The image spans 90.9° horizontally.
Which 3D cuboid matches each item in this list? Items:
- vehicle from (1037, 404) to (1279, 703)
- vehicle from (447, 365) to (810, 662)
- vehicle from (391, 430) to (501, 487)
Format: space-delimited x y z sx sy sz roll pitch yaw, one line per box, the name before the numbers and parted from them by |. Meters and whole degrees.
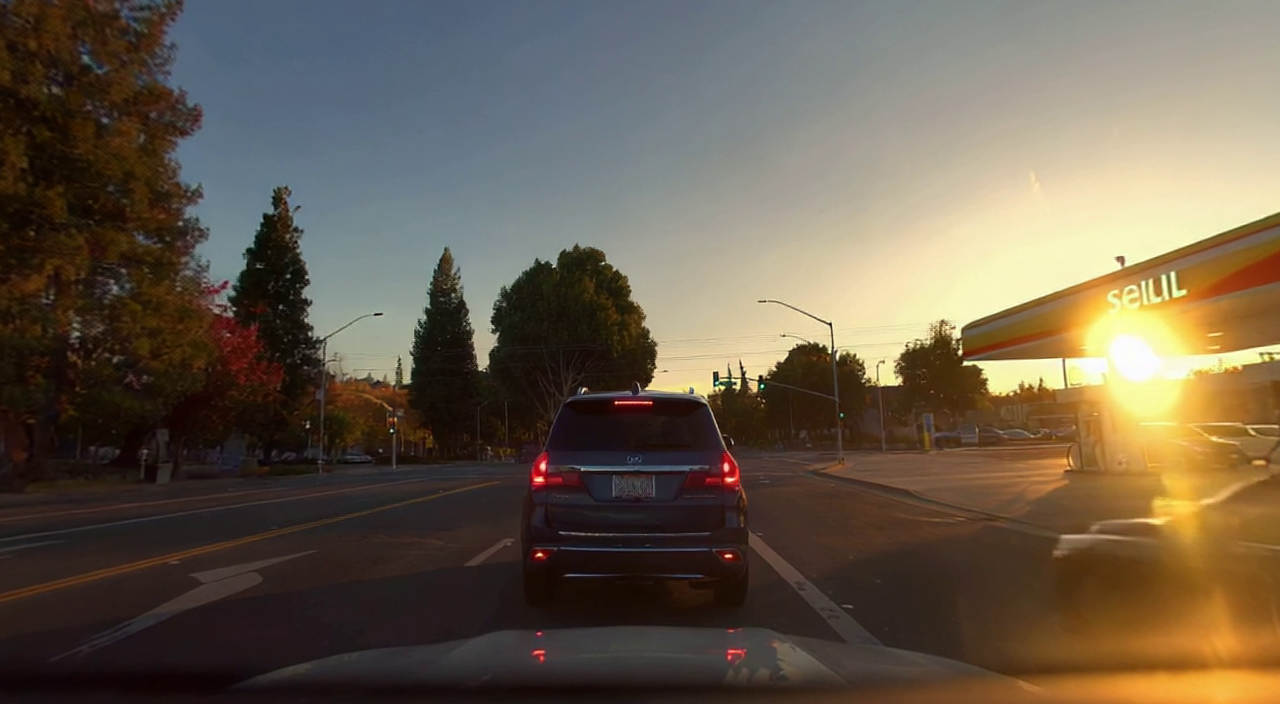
vehicle | 3.598 0.860 1.871 2.041 1.490 4.471 0 -9 2
vehicle | 0.012 1.315 6.132 2.236 1.819 4.291 -1 -9 3
vehicle | -6.639 3.711 22.182 2.065 1.753 4.525 -1 -9 6
